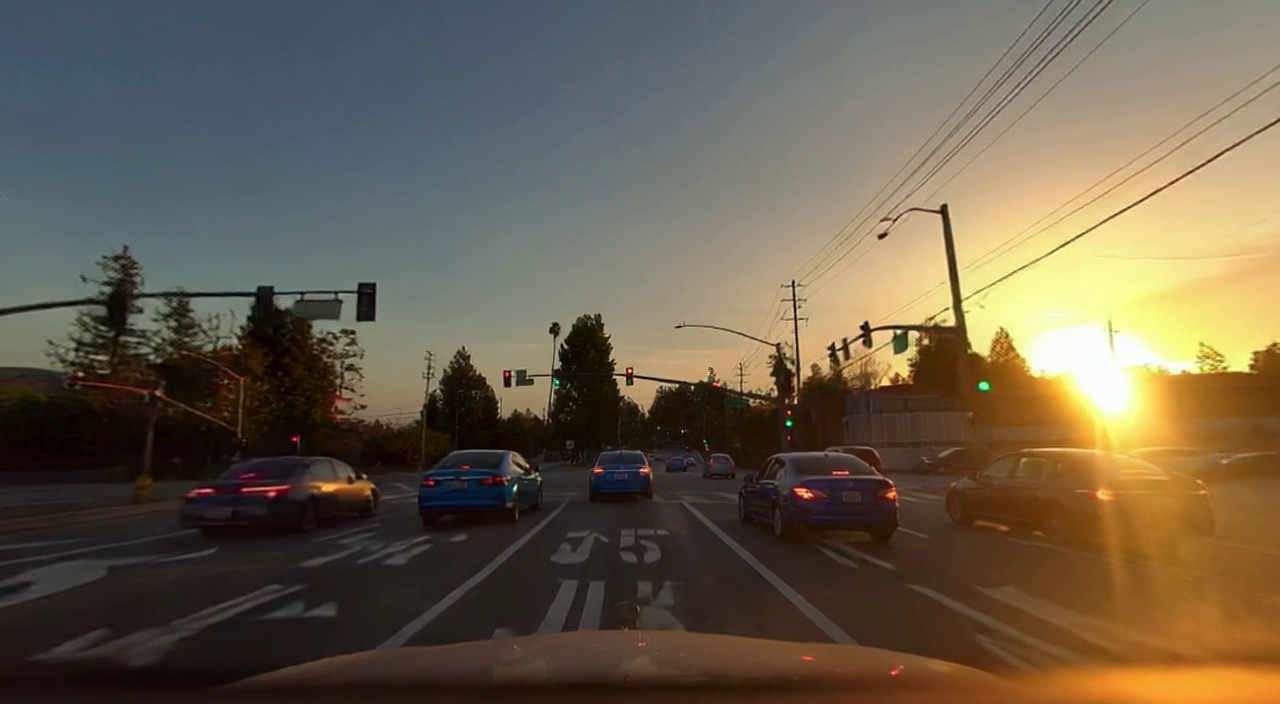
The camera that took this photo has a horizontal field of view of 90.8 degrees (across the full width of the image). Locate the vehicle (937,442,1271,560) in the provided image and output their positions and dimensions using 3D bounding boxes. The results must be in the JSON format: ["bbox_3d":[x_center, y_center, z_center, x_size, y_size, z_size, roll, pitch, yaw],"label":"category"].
[{"bbox_3d":[6.887,2.207,10.195,2.004,1.455,4.417,0,-8,-1],"label":"vehicle"}]

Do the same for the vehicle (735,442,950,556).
[{"bbox_3d":[3.039,2.298,10.698,2.053,1.490,4.464,0,-8,-1],"label":"vehicle"}]

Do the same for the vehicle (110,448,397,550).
[{"bbox_3d":[-6.736,2.581,12.066,2.032,1.448,5.500,0,-8,0],"label":"vehicle"}]

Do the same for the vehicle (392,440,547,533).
[{"bbox_3d":[-3.322,2.695,13.353,2.073,1.606,4.364,0,-8,0],"label":"vehicle"}]

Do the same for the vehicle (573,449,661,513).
[{"bbox_3d":[-0.549,3.368,17.063,2.065,1.464,4.216,0,-8,0],"label":"vehicle"}]
